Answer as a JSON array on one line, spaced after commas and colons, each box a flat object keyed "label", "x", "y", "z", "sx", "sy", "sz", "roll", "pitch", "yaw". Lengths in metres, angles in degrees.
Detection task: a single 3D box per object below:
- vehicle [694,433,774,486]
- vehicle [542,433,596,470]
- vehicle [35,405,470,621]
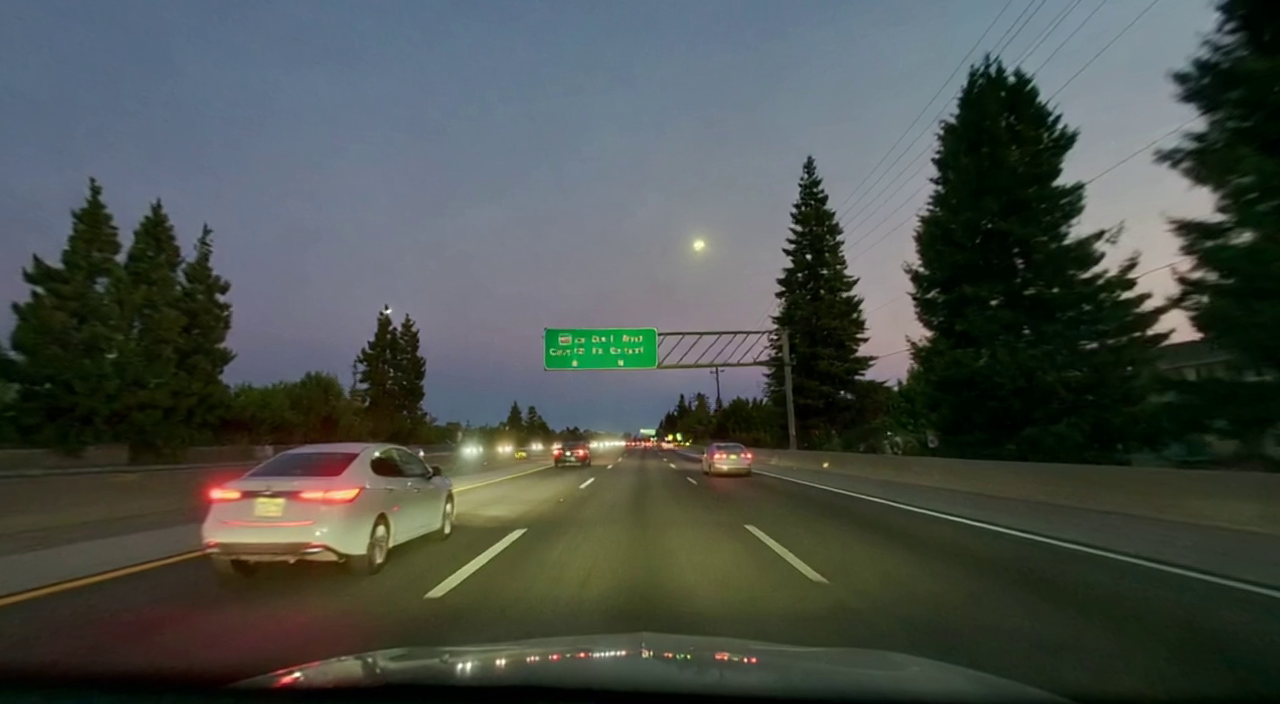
[{"label": "vehicle", "x": 3.022, "y": 3.546, "z": 21.085, "sx": 1.996, "sy": 1.579, "sz": 3.841, "roll": 0, "pitch": -8, "yaw": -2}, {"label": "vehicle", "x": -3.622, "y": 5.215, "z": 33.177, "sx": 2.217, "sy": 1.773, "sz": 4.553, "roll": 0, "pitch": -8, "yaw": 1}, {"label": "vehicle", "x": -3.525, "y": 1.525, "z": 6.939, "sx": 2.049, "sy": 1.620, "sz": 4.153, "roll": 0, "pitch": -8, "yaw": 1}]
